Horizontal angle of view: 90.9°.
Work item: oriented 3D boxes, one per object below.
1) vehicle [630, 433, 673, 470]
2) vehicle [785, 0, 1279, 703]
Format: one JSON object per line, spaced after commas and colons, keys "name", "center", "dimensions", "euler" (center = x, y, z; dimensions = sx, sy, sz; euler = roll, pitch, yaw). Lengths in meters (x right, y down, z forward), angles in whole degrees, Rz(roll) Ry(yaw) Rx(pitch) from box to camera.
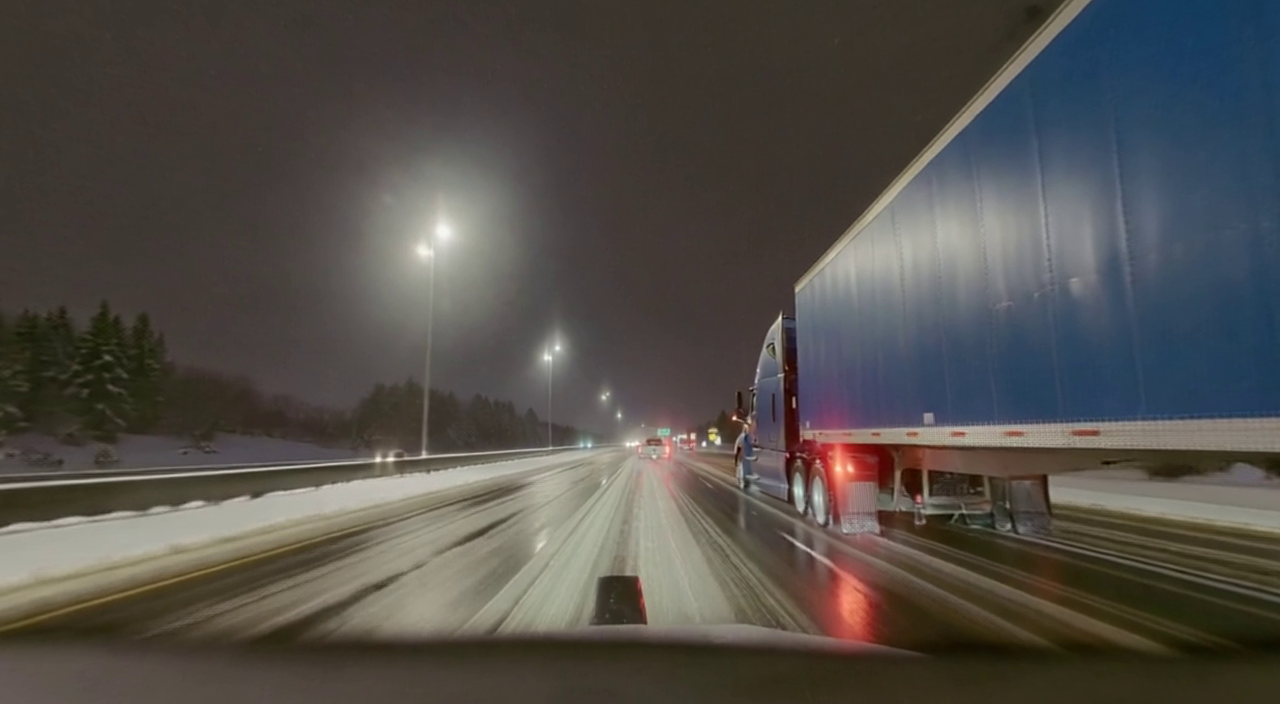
{"name": "vehicle", "center": [0.610, 5.407, 34.512], "dimensions": [2.205, 1.860, 4.301], "euler": [-1, -8, 1]}
{"name": "vehicle", "center": [4.004, -0.286, 3.142], "dimensions": [3.019, 4.145, 16.453], "euler": [-1, -8, 1]}
